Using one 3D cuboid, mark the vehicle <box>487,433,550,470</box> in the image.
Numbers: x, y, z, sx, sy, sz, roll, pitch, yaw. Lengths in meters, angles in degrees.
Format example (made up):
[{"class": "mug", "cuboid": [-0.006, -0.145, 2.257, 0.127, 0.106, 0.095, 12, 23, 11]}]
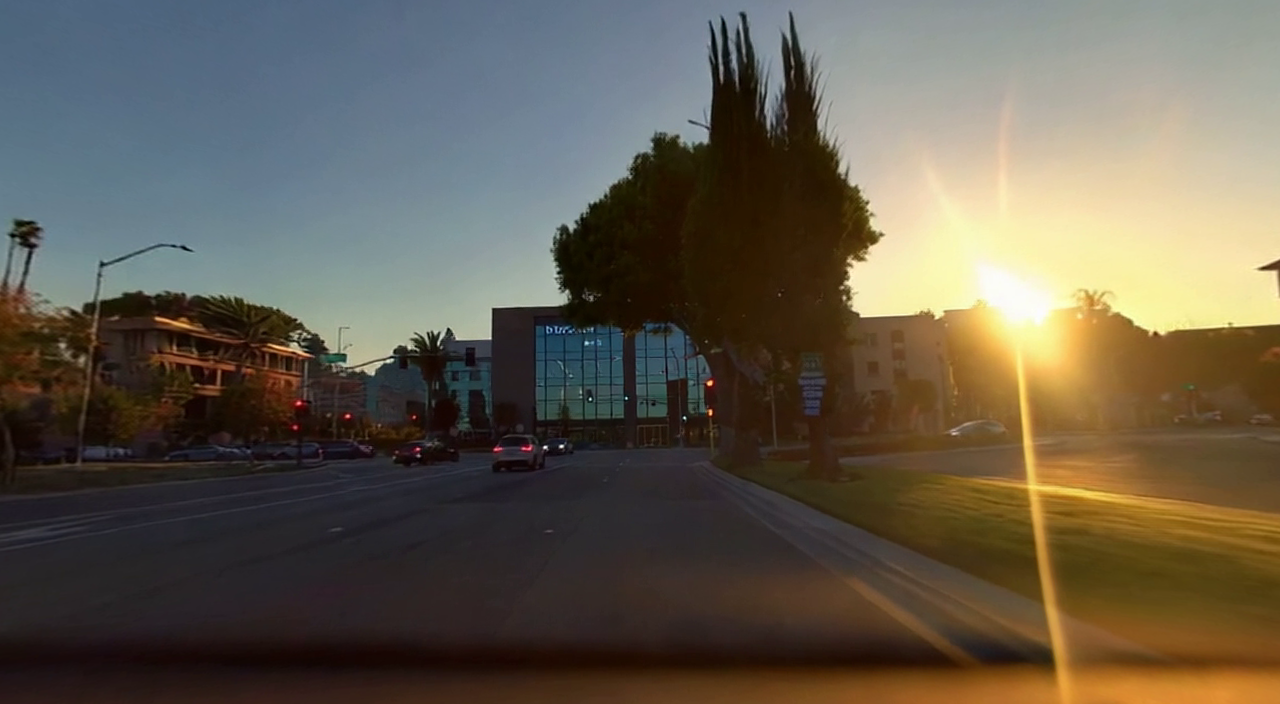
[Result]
[{"class": "vehicle", "cuboid": [-6.021, 4.972, 31.631, 2.121, 1.731, 4.707, 0, -8, 2]}]
